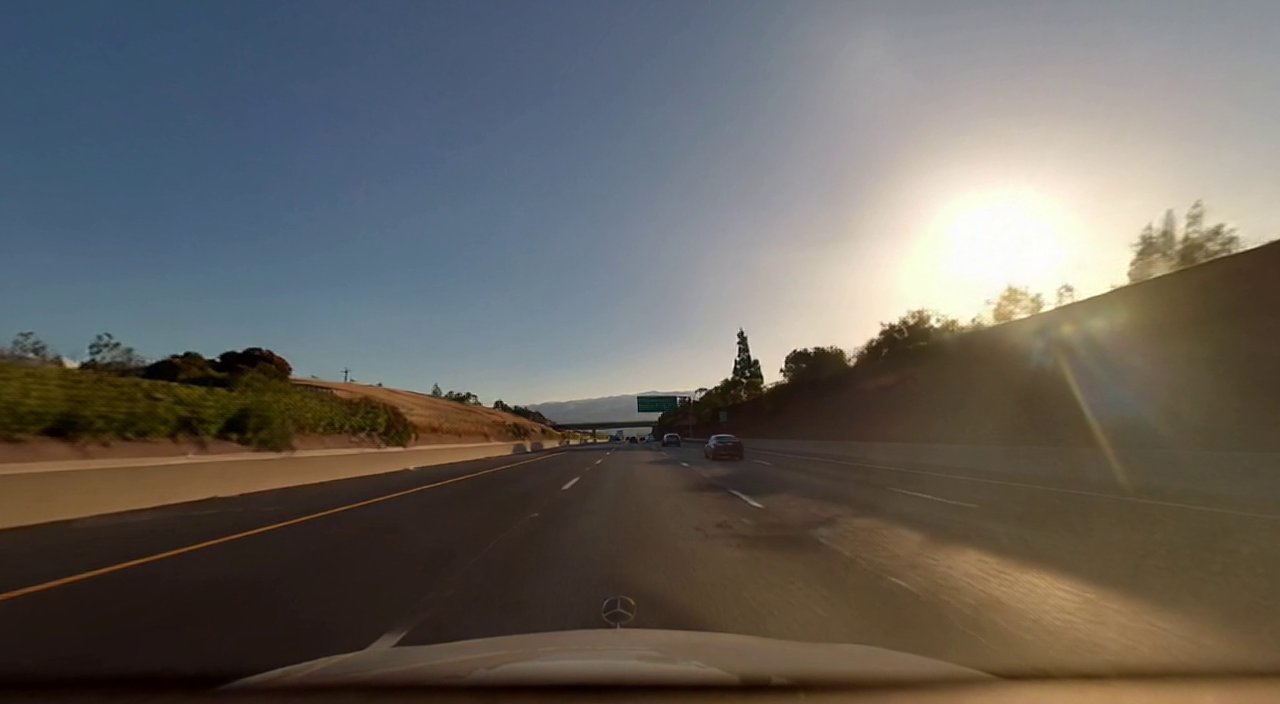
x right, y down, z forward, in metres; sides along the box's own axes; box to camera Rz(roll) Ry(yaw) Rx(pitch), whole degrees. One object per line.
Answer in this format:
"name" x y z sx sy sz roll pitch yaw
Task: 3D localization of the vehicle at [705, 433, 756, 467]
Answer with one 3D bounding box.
"vehicle" 4.240 4.625 30.007 1.802 1.492 3.804 0 -8 -1
